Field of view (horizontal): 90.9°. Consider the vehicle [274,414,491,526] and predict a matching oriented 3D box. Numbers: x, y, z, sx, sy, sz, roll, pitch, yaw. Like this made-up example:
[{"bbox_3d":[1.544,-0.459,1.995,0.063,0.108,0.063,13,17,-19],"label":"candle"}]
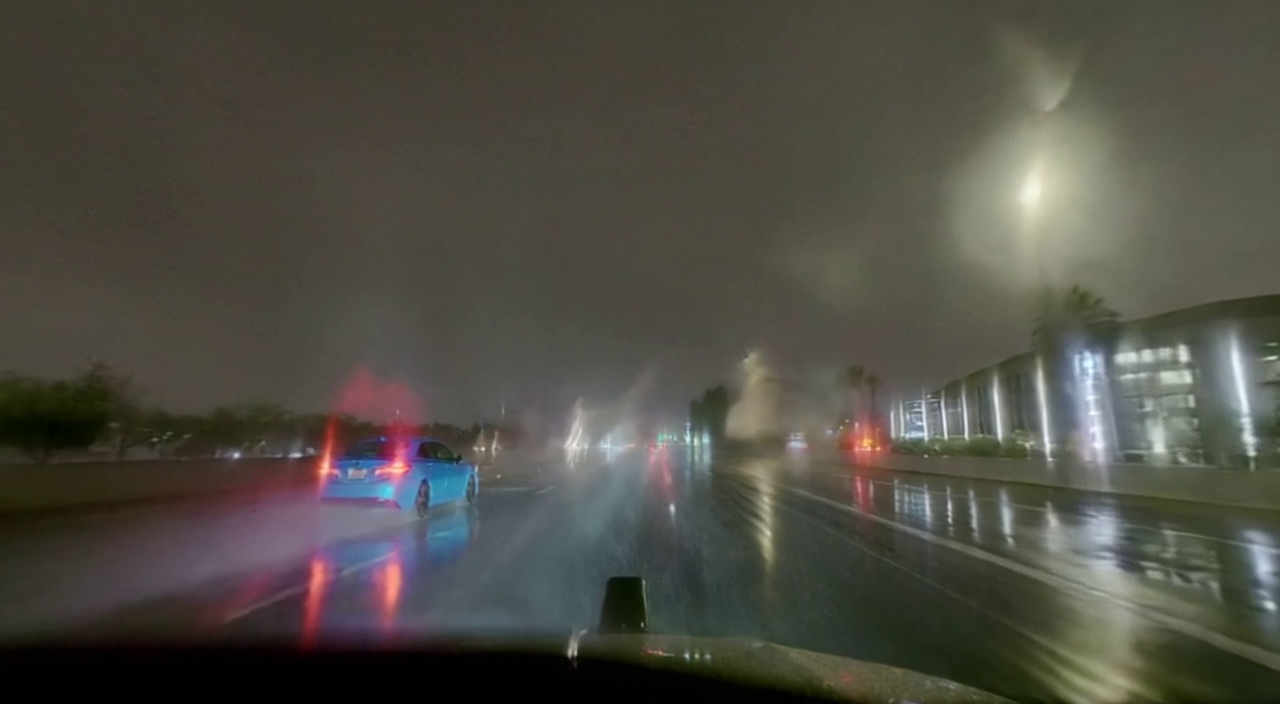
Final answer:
[{"bbox_3d":[-4.743,2.266,12.642,2.145,1.793,4.762,-1,-8,3],"label":"vehicle"}]
